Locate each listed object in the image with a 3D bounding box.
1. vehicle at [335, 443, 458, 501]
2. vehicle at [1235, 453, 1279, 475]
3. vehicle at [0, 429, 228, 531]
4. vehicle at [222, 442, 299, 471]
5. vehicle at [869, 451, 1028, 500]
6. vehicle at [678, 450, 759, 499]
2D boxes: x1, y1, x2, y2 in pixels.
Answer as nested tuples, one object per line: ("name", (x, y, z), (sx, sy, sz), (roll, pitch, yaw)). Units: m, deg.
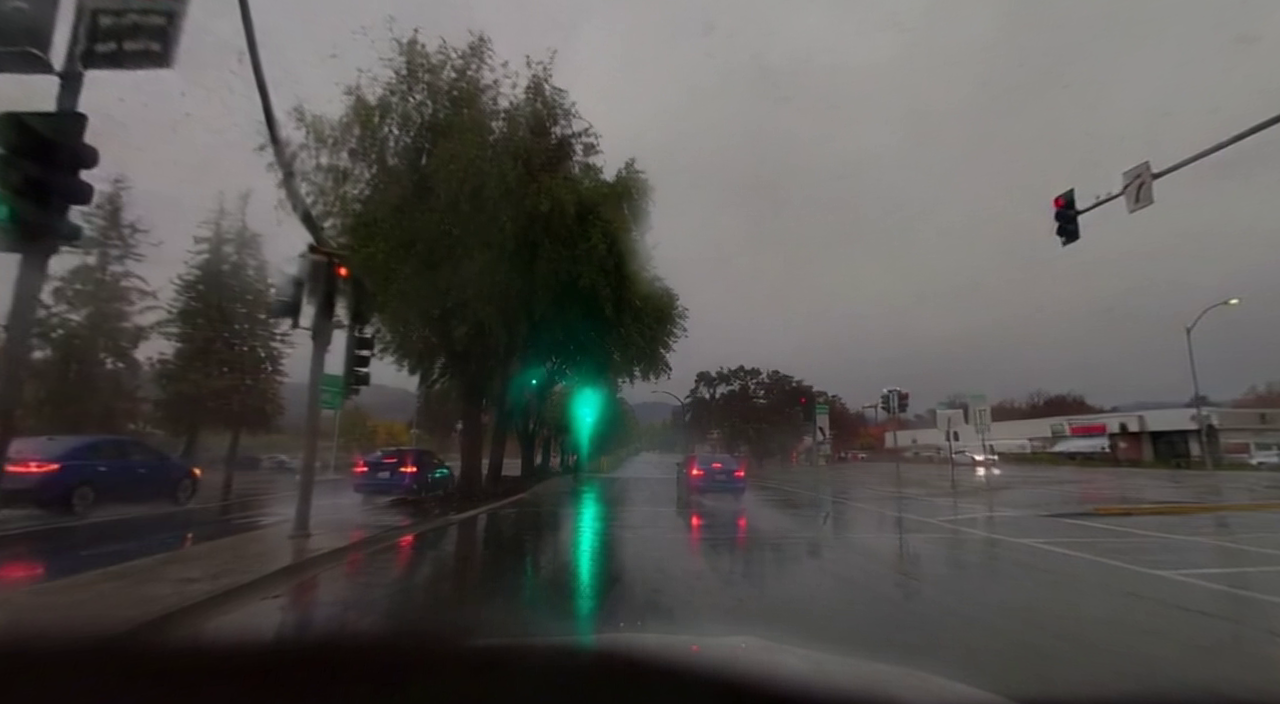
("vehicle", (-7.020, 3.475, 18.745), (1.995, 1.470, 4.556), (0, -8, -2))
("vehicle", (43.795, 7.687, 43.425), (1.723, 1.431, 3.880), (0, -8, -1))
("vehicle", (-10.185, 2.253, 11.748), (1.979, 1.494, 4.693), (0, -8, -2))
("vehicle", (-23.364, 6.425, 39.044), (2.018, 1.687, 4.453), (0, -8, -1))
("vehicle", (10.576, 4.199, 21.710), (4.703, 1.492, 1.930), (2, -9, -14))
("vehicle", (2.586, 4.171, 21.942), (1.940, 1.487, 4.562), (0, -8, -4))
